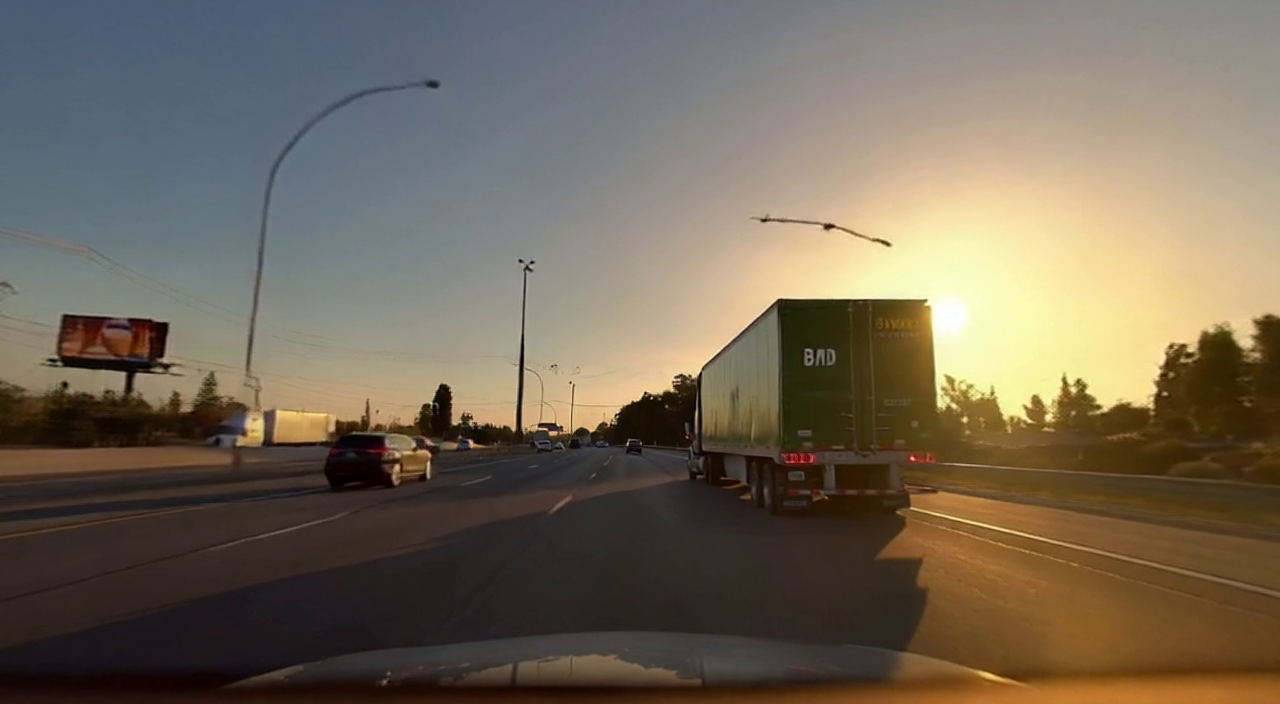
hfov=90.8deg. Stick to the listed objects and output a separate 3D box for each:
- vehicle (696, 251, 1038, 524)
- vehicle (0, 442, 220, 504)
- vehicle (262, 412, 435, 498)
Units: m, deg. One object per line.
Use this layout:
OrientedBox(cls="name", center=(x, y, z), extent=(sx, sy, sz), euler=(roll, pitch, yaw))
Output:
OrientedBox(cls="vehicle", center=(3.904, 1.547, 16.603), extent=(2.891, 3.944, 15.051), euler=(0, -8, -2))
OrientedBox(cls="vehicle", center=(-13.912, 3.117, 16.828), extent=(2.067, 1.398, 4.863), euler=(0, -8, 1))
OrientedBox(cls="vehicle", center=(-7.397, 2.688, 16.799), extent=(2.100, 1.905, 5.119), euler=(0, -8, 0))
